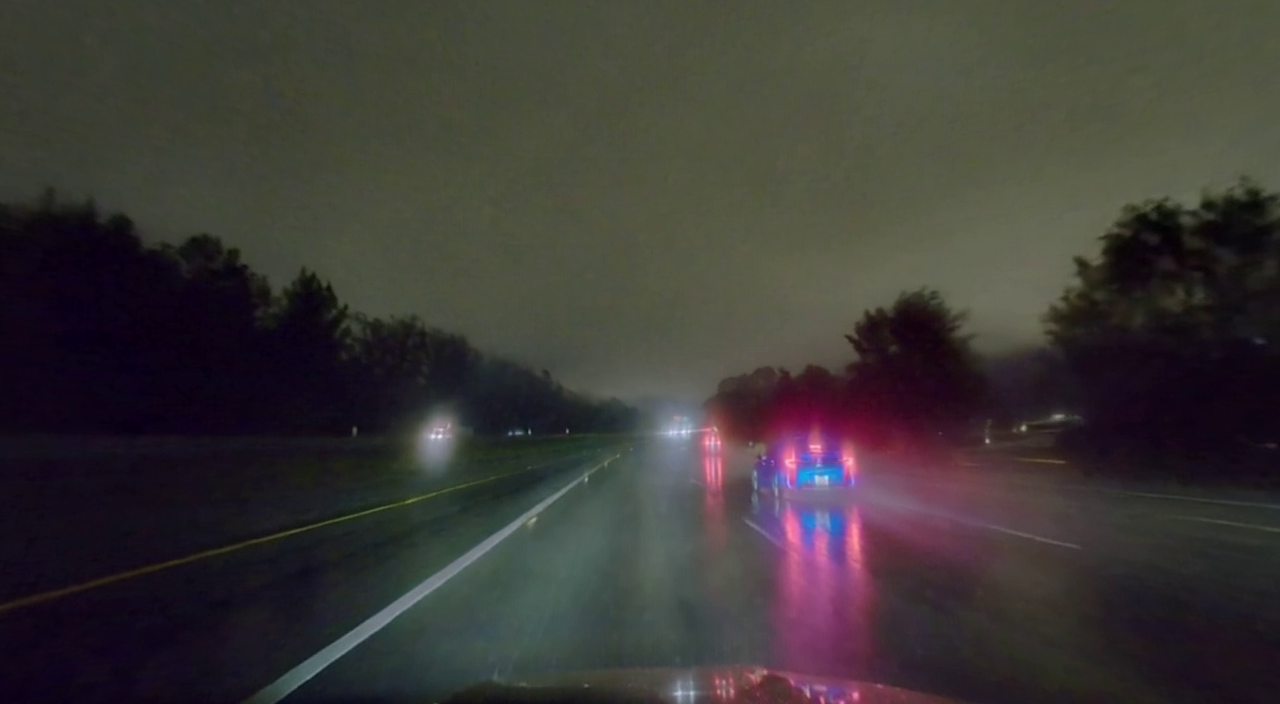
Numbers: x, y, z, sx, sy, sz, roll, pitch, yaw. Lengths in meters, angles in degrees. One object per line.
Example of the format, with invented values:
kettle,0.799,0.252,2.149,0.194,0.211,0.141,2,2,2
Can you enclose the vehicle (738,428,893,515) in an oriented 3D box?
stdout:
vehicle,3.513,2.490,13.630,2.050,1.546,4.344,0,-8,-1
